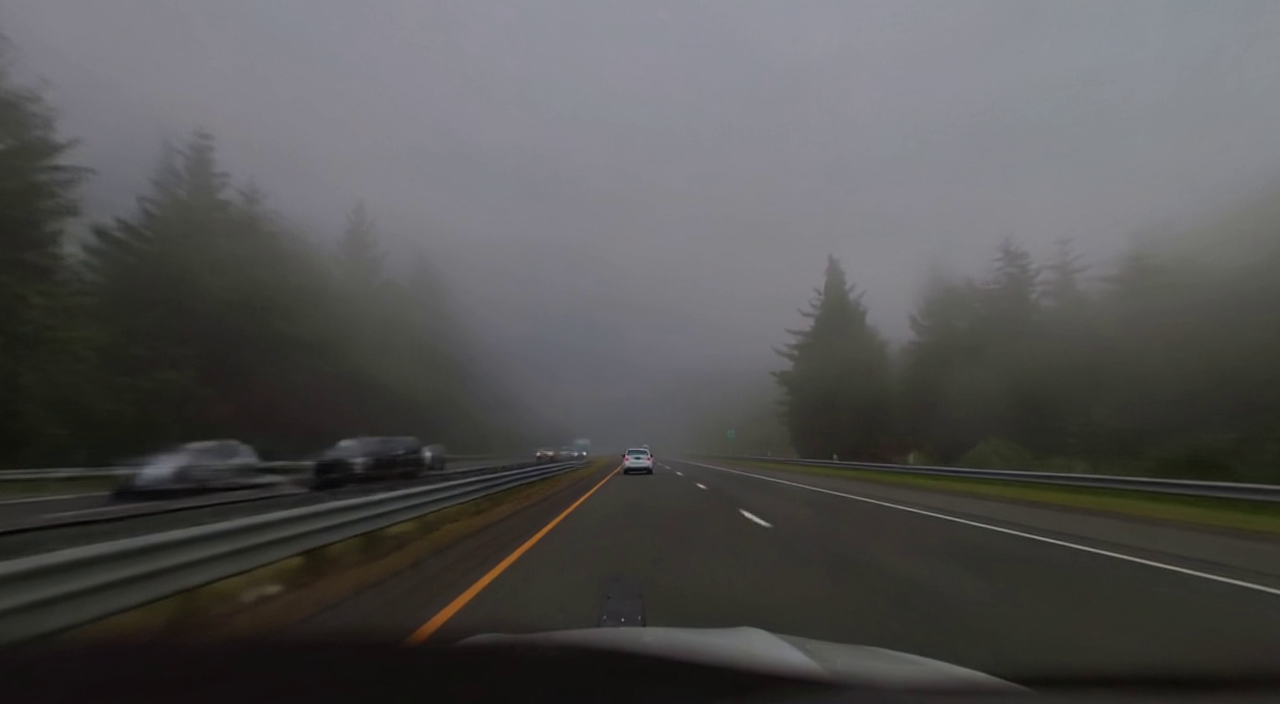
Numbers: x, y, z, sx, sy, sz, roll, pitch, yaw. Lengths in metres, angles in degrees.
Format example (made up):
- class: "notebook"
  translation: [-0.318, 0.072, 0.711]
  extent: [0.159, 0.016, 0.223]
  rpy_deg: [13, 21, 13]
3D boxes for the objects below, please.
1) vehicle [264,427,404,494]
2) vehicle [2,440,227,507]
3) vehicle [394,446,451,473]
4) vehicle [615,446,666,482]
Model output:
- class: "vehicle"
  translation: [-9.062, 3.252, 19.166]
  extent: [2.002, 1.777, 4.357]
  rpy_deg: [0, -9, 0]
- class: "vehicle"
  translation: [-12.897, 2.986, 15.957]
  extent: [1.866, 1.439, 4.436]
  rpy_deg: [0, -9, 0]
- class: "vehicle"
  translation: [-12.917, 6.378, 37.683]
  extent: [1.876, 1.472, 4.338]
  rpy_deg: [0, -9, 0]
- class: "vehicle"
  translation: [-0.009, 5.017, 28.532]
  extent: [2.114, 1.523, 4.012]
  rpy_deg: [0, -9, -1]
